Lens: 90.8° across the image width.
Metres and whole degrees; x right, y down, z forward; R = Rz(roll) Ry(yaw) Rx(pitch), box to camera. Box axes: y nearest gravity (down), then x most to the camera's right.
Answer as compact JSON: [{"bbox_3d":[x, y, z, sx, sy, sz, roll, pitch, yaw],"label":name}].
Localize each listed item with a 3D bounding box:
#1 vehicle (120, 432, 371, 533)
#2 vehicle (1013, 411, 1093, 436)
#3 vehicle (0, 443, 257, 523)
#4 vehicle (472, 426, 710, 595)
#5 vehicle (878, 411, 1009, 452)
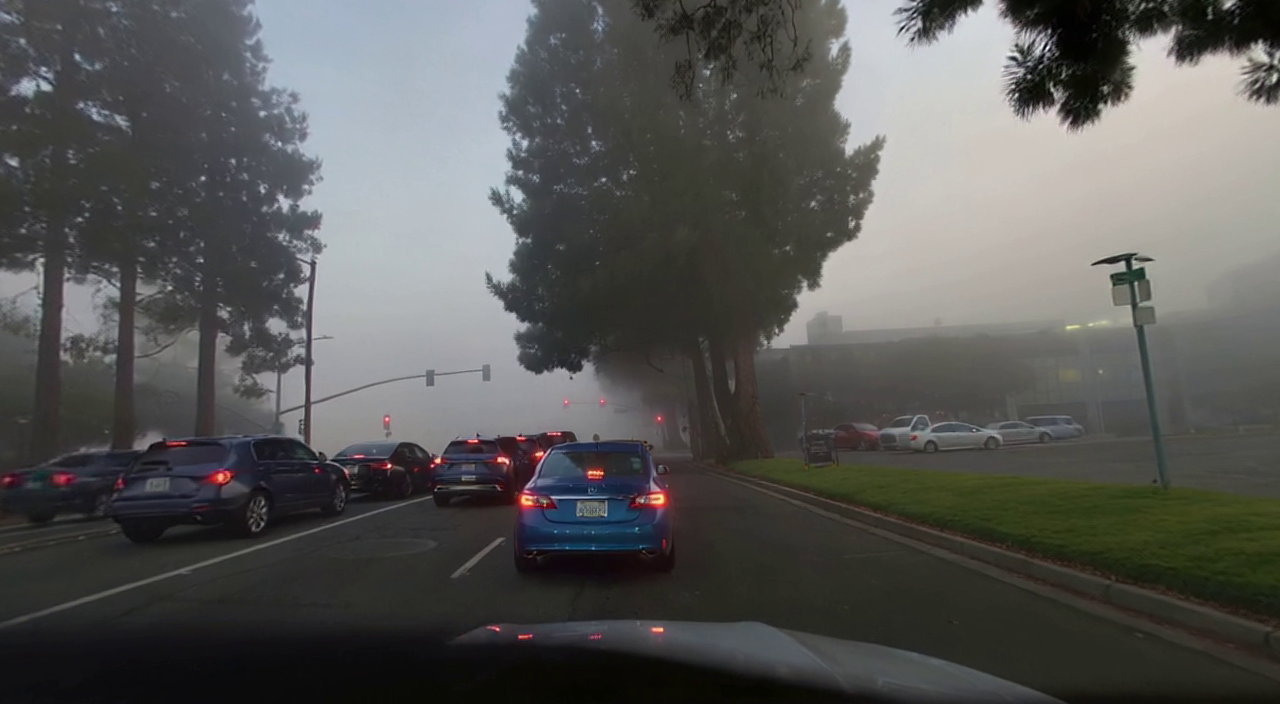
[{"bbox_3d":[-7.273,2.430,12.353,2.096,1.593,4.288,0,-9,1],"label":"vehicle"},{"bbox_3d":[30.257,5.264,46.436,4.627,1.671,1.929,-5,-10,28],"label":"vehicle"},{"bbox_3d":[-10.871,2.770,13.959,2.039,1.447,4.496,0,-9,-1],"label":"vehicle"},{"bbox_3d":[-0.420,1.711,7.630,2.104,1.472,3.946,0,-9,0],"label":"vehicle"},{"bbox_3d":[13.932,3.705,29.227,4.975,1.809,1.956,0,-9,1],"label":"vehicle"}]
